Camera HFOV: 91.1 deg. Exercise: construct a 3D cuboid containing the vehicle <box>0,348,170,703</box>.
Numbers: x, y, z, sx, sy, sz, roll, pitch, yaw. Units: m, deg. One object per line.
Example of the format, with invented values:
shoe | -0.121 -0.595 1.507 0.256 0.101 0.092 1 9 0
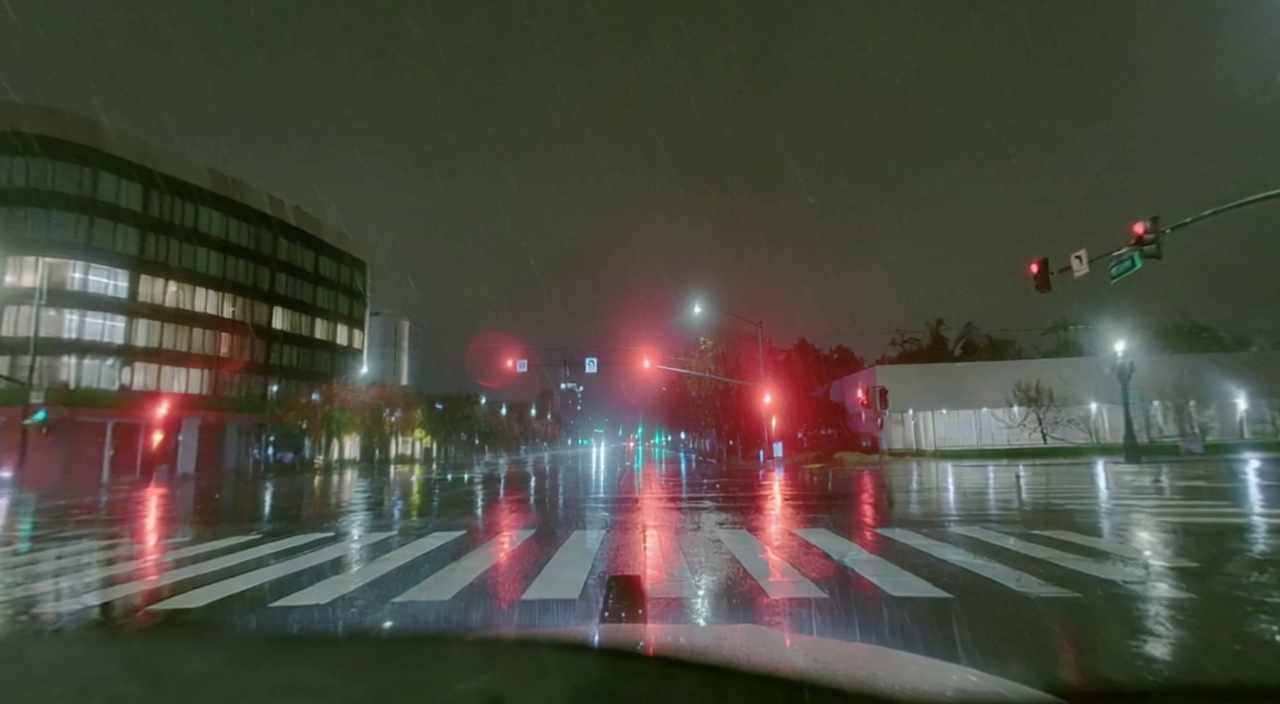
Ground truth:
vehicle | -3.631 0.620 1.059 2.109 1.692 4.587 0 -8 0
